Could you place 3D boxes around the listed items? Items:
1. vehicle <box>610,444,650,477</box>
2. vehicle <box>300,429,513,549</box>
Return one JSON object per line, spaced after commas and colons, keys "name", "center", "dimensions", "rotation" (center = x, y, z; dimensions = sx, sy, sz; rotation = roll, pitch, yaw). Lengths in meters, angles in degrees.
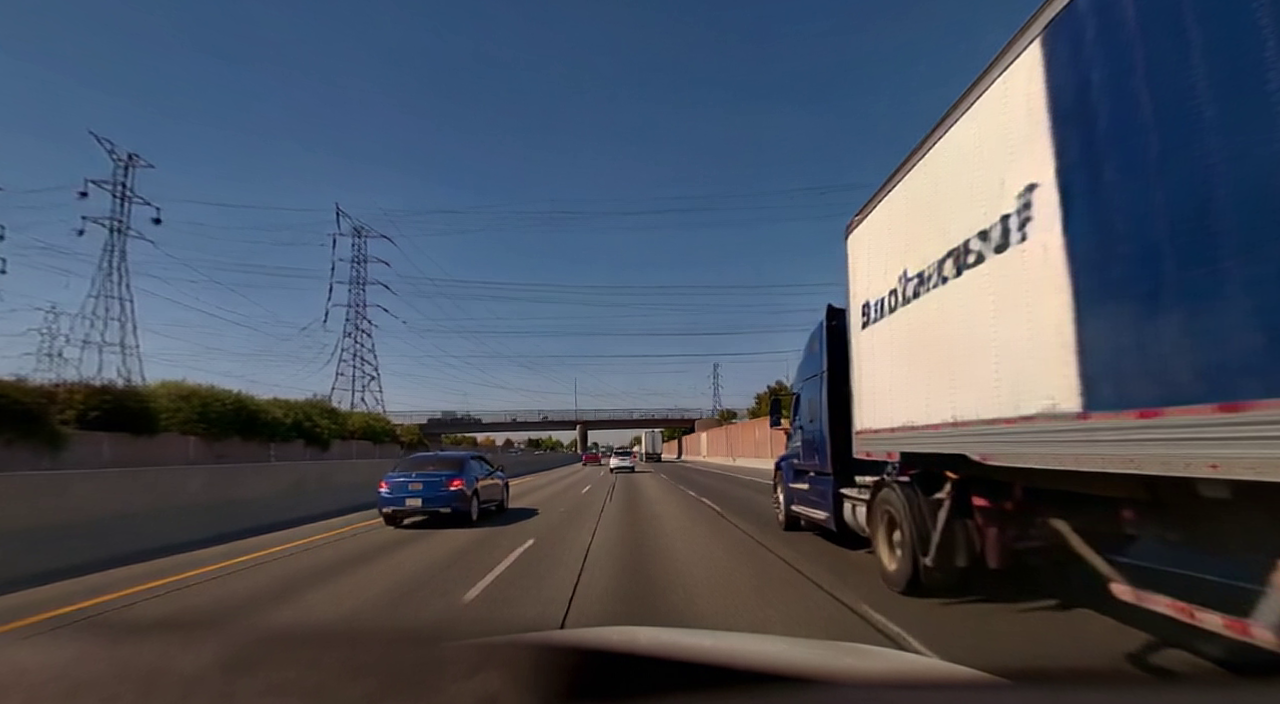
{"name": "vehicle", "center": [-0.545, 5.710, 33.337], "dimensions": [2.004, 1.615, 4.113], "rotation": [0, -9, -1]}
{"name": "vehicle", "center": [-3.473, 2.108, 10.280], "dimensions": [1.987, 1.548, 3.981], "rotation": [0, -9, -1]}
